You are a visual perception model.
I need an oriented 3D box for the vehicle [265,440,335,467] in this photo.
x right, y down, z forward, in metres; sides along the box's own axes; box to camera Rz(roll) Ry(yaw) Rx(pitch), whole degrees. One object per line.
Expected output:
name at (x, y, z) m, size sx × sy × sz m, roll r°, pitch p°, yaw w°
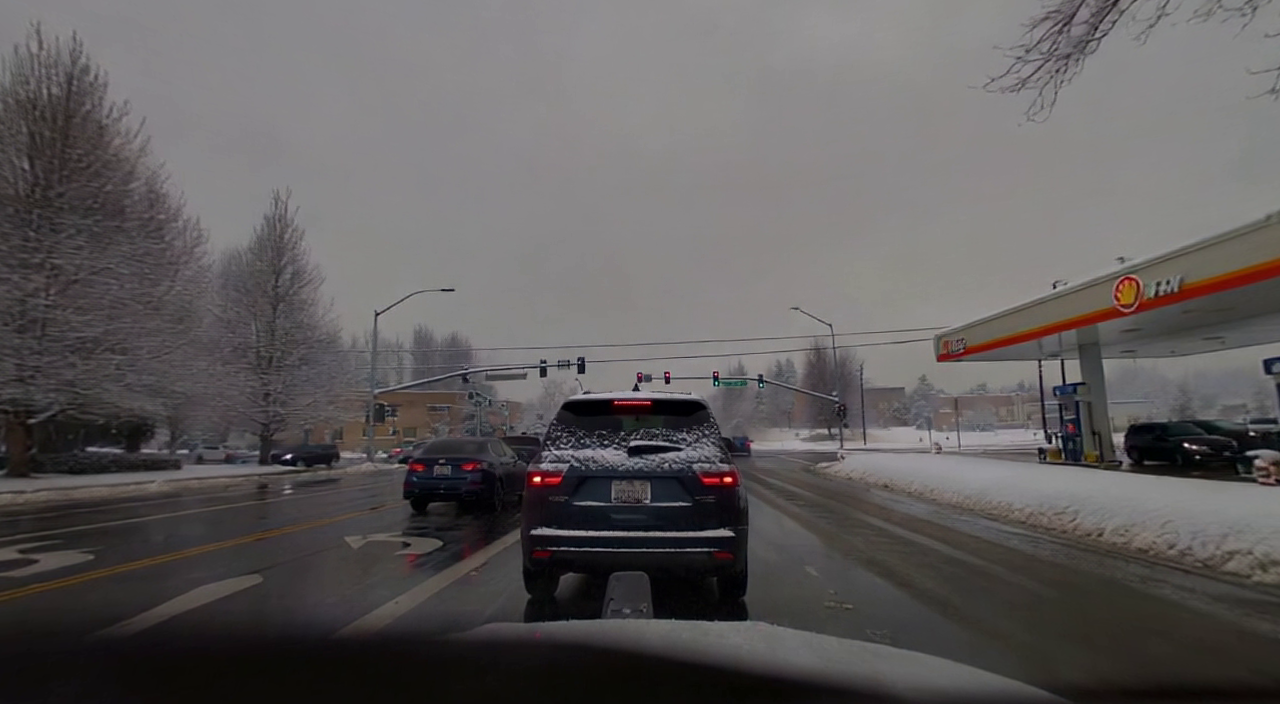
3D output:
vehicle at (-23.546, 7.019, 43.838) m, size 1.988 × 1.741 × 4.522 m, roll -1°, pitch -9°, yaw 5°

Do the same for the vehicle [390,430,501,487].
vehicle at (-6.647, 3.706, 22.181) m, size 2.065 × 1.753 × 4.525 m, roll -1°, pitch -9°, yaw 6°

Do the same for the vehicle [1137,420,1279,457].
vehicle at (25.950, 3.970, 28.785) m, size 4.551 × 1.616 × 1.973 m, roll -2°, pitch -9°, yaw 11°

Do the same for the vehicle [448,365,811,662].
vehicle at (0.013, 1.315, 6.130) m, size 2.236 × 1.819 × 4.291 m, roll -1°, pitch -9°, yaw 2°
